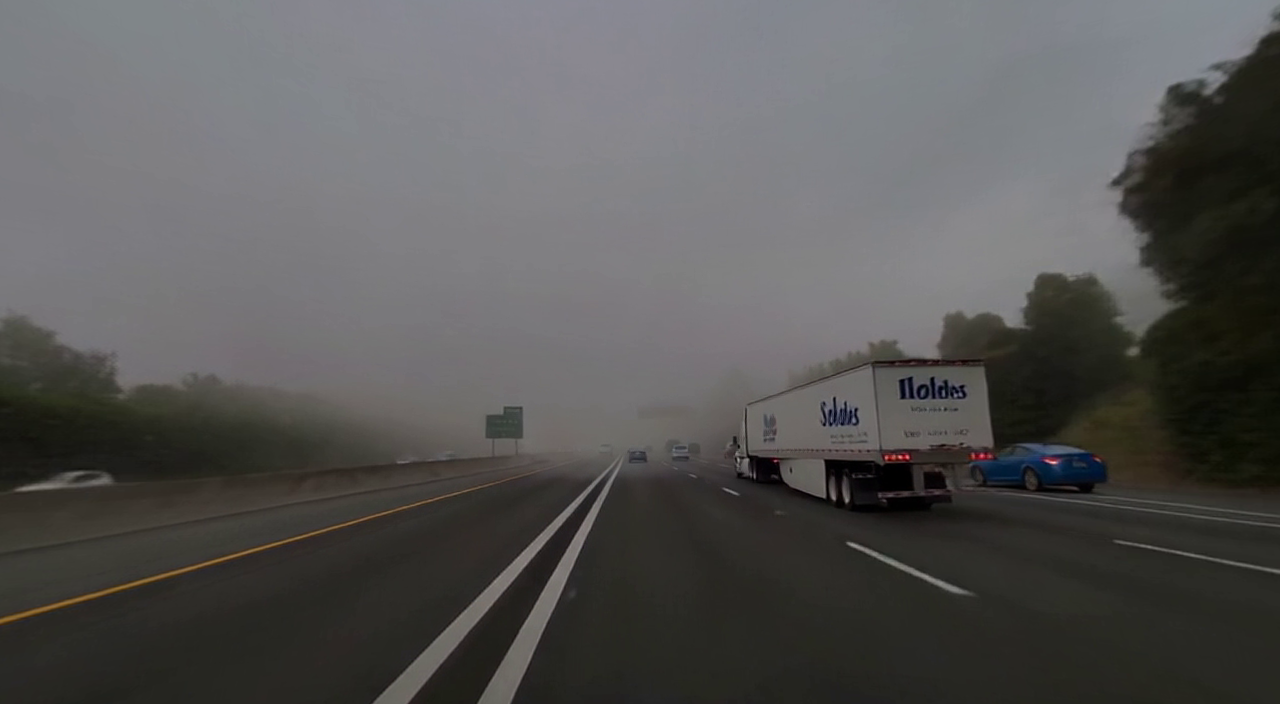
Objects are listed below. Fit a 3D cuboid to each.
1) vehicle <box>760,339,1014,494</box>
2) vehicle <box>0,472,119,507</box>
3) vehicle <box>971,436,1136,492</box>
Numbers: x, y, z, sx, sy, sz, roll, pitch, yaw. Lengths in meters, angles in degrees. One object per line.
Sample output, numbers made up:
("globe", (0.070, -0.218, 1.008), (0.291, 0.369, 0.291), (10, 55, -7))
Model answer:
("vehicle", (8.108, 2.925, 25.049), (2.892, 4.128, 16.495), (0, -9, -2))
("vehicle", (-30.337, 7.138, 33.115), (1.948, 1.479, 4.914), (0, -9, -1))
("vehicle", (12.151, 3.323, 19.020), (1.862, 1.462, 4.459), (0, -9, -2))
